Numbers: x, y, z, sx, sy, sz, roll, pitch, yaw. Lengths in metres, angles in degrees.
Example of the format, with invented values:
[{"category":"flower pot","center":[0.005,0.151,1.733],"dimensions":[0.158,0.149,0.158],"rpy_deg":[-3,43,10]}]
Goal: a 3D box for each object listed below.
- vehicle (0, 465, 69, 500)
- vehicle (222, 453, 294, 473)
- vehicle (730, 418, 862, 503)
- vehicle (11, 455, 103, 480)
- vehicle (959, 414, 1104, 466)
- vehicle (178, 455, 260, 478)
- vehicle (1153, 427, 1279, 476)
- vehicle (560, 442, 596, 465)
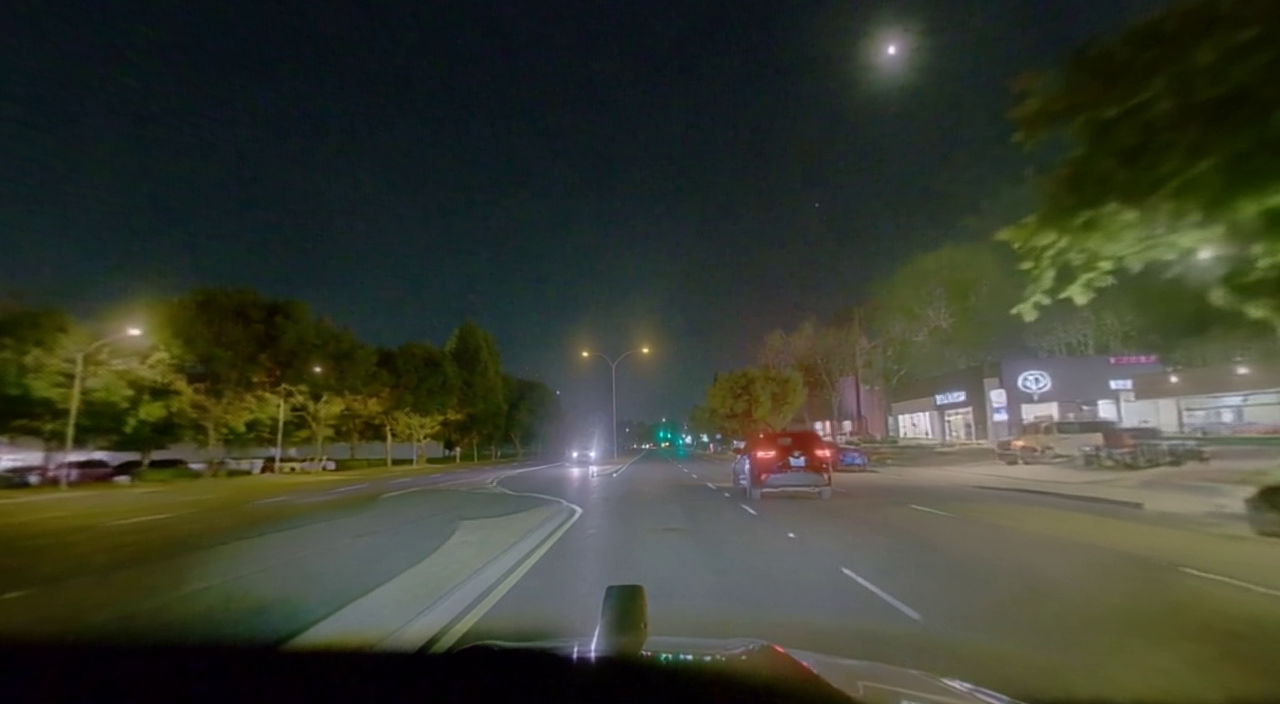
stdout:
[{"category":"vehicle","center":[-29.748,6.115,29.548],"dimensions":[4.196,1.424,1.928],"rpy_deg":[-2,-7,5]},{"category":"vehicle","center":[-29.613,8.611,48.890],"dimensions":[4.306,1.459,2.001],"rpy_deg":[-1,-8,2]},{"category":"vehicle","center":[3.769,2.720,16.177],"dimensions":[2.183,1.845,4.482],"rpy_deg":[0,-8,0]},{"category":"vehicle","center":[-42.663,8.482,46.203],"dimensions":[4.701,1.723,1.969],"rpy_deg":[0,-8,-1]},{"category":"vehicle","center":[15.583,3.582,25.589],"dimensions":[2.139,1.881,5.511],"rpy_deg":[0,-8,-2]},{"category":"vehicle","center":[-28.949,7.891,43.422],"dimensions":[4.246,1.457,1.889],"rpy_deg":[0,-8,1]},{"category":"vehicle","center":[20.727,3.352,21.395],"dimensions":[4.695,1.570,2.066],"rpy_deg":[0,-8,3]},{"category":"vehicle","center":[-4.111,6.843,42.653],"dimensions":[2.031,1.478,4.434],"rpy_deg":[0,-8,-1]}]
